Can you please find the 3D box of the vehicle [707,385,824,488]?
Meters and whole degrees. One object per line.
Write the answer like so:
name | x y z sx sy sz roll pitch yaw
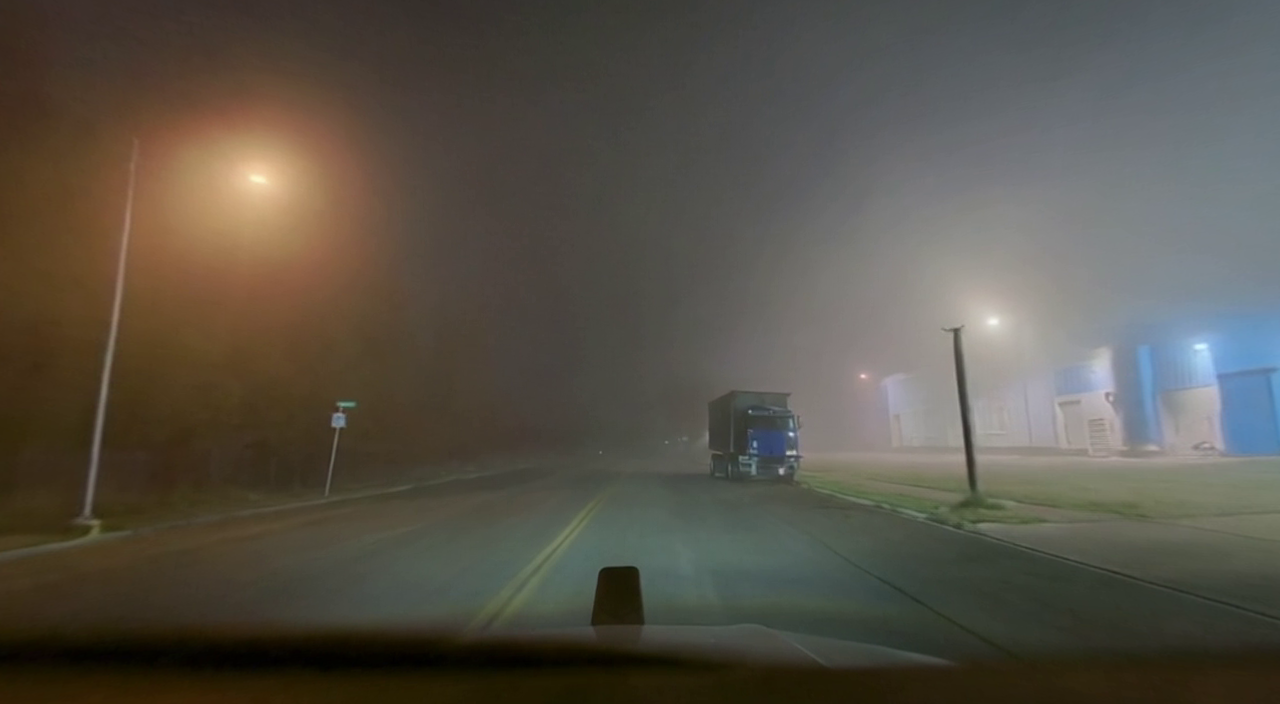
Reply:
vehicle | 4.382 3.185 23.646 3.019 3.303 6.252 0 -8 -1
